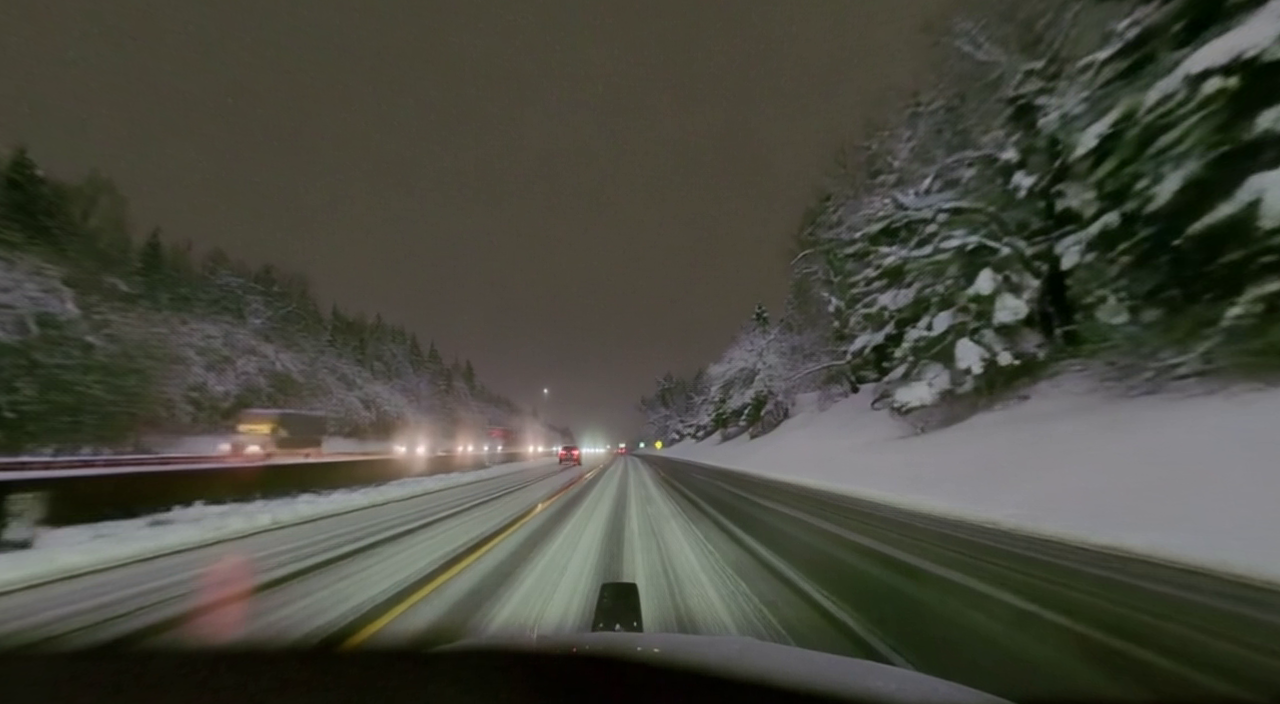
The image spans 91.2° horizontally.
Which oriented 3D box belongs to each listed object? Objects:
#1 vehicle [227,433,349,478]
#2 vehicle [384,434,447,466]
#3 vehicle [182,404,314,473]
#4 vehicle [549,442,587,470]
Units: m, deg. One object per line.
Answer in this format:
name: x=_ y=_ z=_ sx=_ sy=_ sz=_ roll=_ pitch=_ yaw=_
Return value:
vehicle: x=-13.193 y=3.905 z=23.902 sx=2.021 sy=1.520 sz=4.580 roll=0 pitch=-9 yaw=0
vehicle: x=-13.349 y=5.891 z=37.581 sx=2.025 sy=1.744 sz=4.877 roll=0 pitch=-9 yaw=-1
vehicle: x=-18.074 y=4.088 z=29.447 sx=2.305 sy=2.886 sz=6.006 roll=0 pitch=-9 yaw=-1
vehicle: x=-4.601 y=6.712 z=40.598 sx=2.098 sy=1.692 sz=4.038 roll=0 pitch=-9 yaw=-1
